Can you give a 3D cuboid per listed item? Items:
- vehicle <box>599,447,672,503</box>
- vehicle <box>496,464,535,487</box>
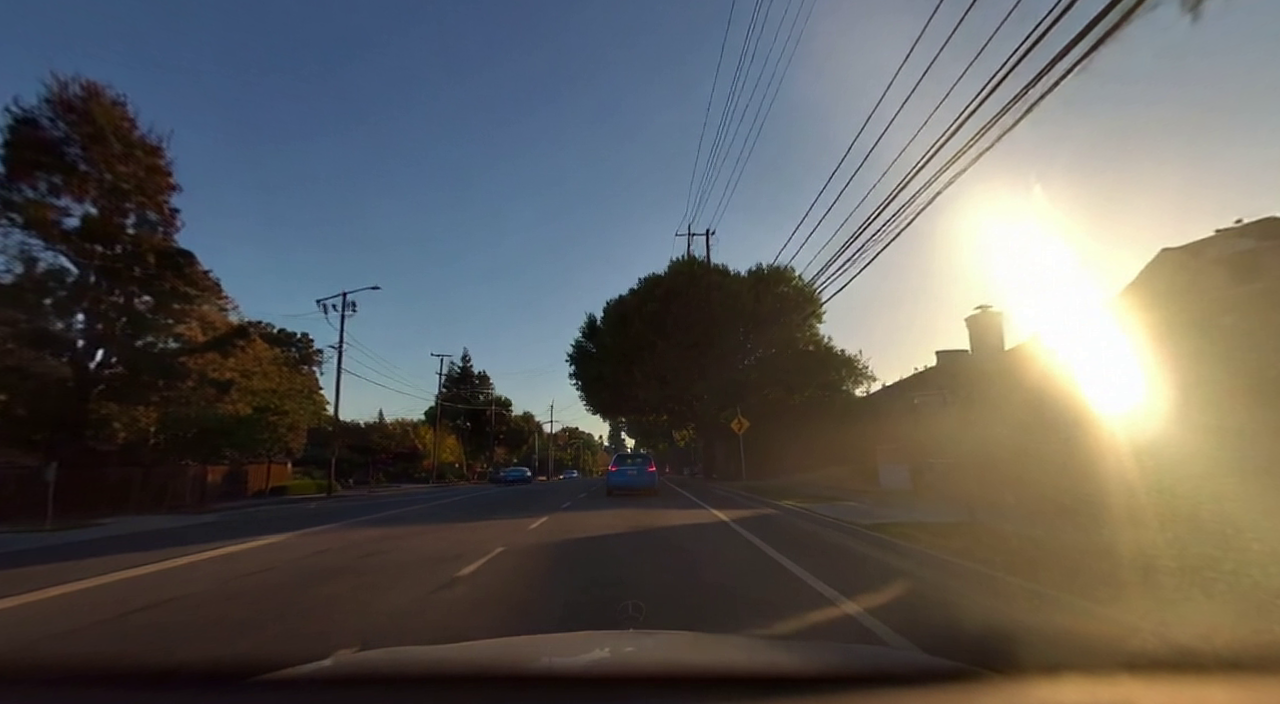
[{"bbox_3d":[-0.160,4.016,21.124,2.200,1.653,4.127,0,-8,0],"label":"vehicle"},{"bbox_3d":[-9.457,9.418,48.176,1.960,1.490,4.674,0,-8,1],"label":"vehicle"}]
